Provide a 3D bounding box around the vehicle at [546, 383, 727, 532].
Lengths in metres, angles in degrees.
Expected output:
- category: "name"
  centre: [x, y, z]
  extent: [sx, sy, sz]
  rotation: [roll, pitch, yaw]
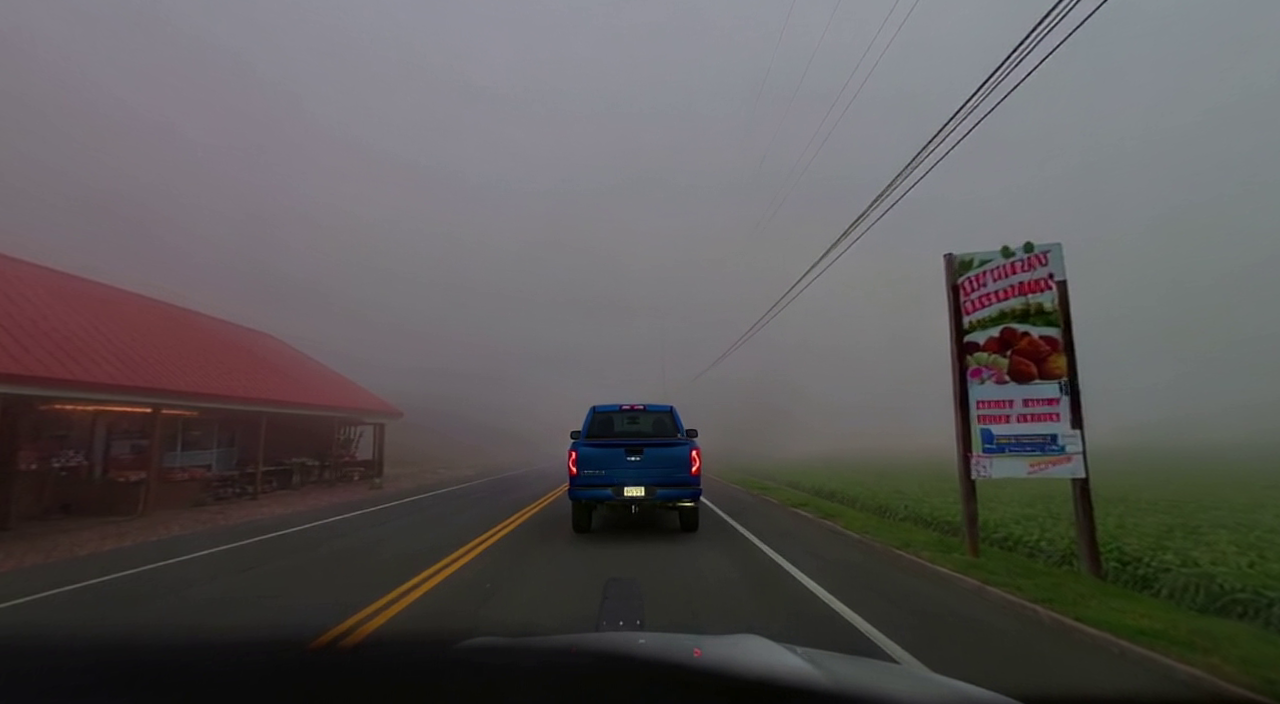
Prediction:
- category: "vehicle"
  centre: [-0.118, 2.003, 12.443]
  extent: [2.693, 2.223, 5.885]
  rotation: [0, -8, -1]
